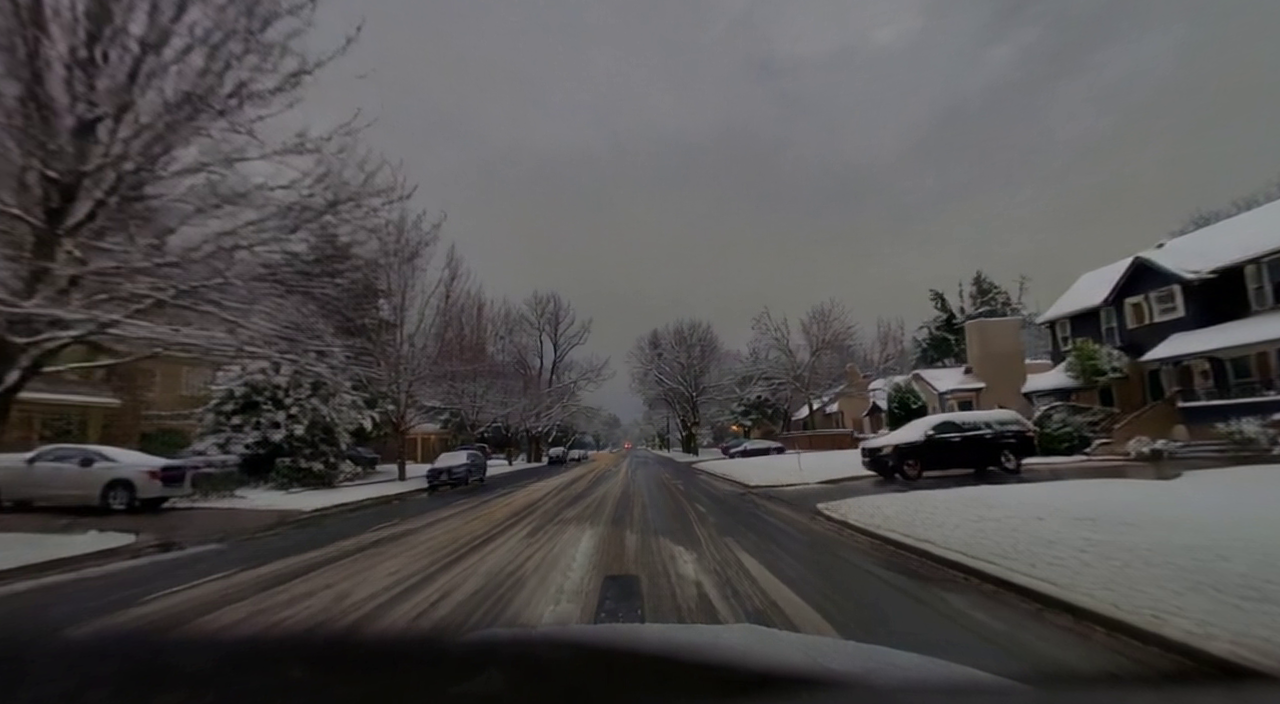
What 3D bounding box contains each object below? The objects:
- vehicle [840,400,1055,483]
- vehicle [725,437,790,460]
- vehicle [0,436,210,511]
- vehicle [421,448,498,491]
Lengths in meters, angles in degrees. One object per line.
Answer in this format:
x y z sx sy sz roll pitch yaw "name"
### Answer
9.007 2.669 18.875 5.221 1.958 1.992 -4 -8 0 "vehicle"
8.861 7.316 47.863 4.535 1.697 1.968 0 -8 -1 "vehicle"
-14.213 3.034 16.057 4.995 1.760 1.988 0 -8 -2 "vehicle"
-7.619 4.992 27.160 1.973 1.500 4.781 -5 -9 -2 "vehicle"
